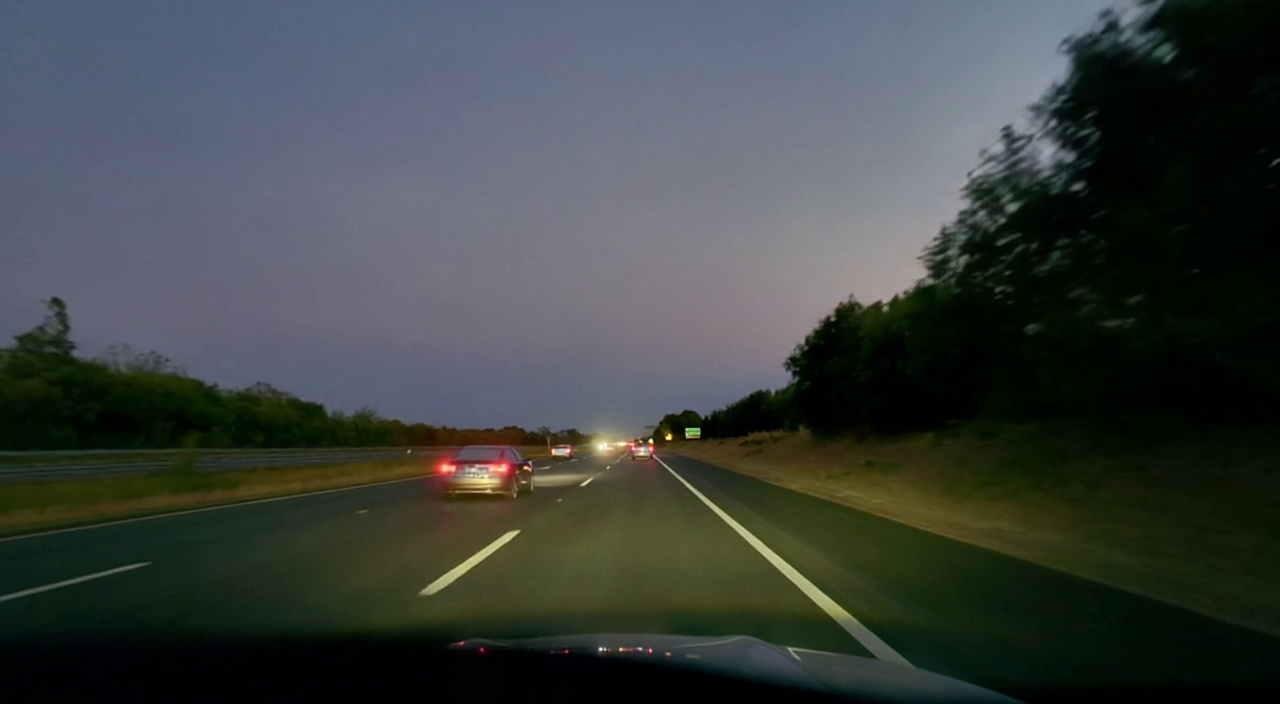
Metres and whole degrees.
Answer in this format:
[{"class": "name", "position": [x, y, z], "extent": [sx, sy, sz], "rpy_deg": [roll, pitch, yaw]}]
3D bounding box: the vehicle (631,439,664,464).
[{"class": "vehicle", "position": [0.483, 7.049, 44.948], "extent": [2.259, 1.697, 4.106], "rpy_deg": [0, -8, -1]}]

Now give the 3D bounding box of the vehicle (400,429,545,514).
[{"class": "vehicle", "position": [-3.572, 2.631, 14.432], "extent": [2.028, 1.634, 4.441], "rpy_deg": [0, -8, 1]}]

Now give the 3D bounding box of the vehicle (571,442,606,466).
[{"class": "vehicle", "position": [-3.432, 6.905, 42.926], "extent": [2.066, 1.497, 4.253], "rpy_deg": [0, -8, 0]}]
